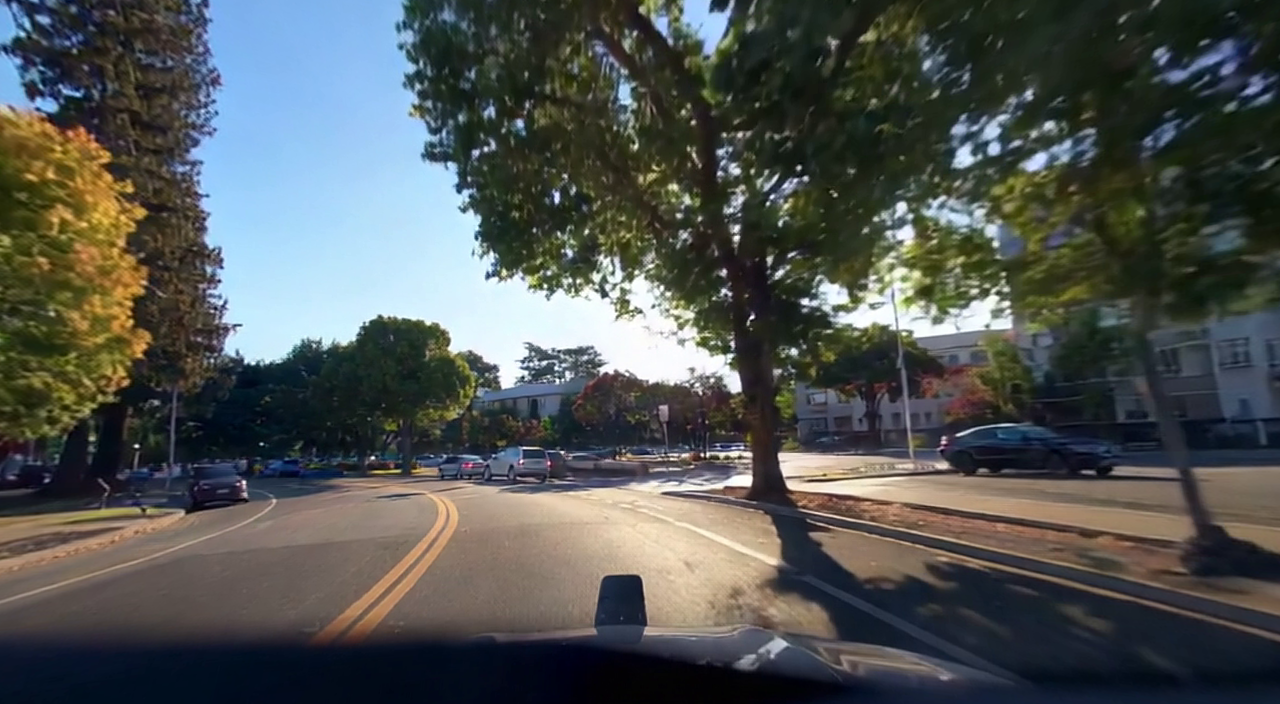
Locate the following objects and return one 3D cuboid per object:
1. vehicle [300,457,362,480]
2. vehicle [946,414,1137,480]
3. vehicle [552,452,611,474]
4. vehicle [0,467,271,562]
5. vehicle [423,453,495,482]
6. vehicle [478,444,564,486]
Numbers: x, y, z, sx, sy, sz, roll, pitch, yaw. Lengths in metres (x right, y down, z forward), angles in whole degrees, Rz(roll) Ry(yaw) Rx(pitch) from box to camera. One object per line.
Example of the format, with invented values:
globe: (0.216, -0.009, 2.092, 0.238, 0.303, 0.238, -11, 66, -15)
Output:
vehicle: (-22.259, 8.362, 45.426, 4.713, 1.508, 1.884, -6, -10, 35)
vehicle: (11.112, 2.693, 17.889, 4.248, 1.657, 1.940, -4, -10, 27)
vehicle: (-4.096, 7.870, 44.918, 2.218, 1.373, 4.156, -5, -10, 29)
vehicle: (-10.503, 3.195, 13.211, 2.876, 1.170, 6.732, -2, -8, -13)
vehicle: (-10.258, 6.463, 35.672, 2.066, 1.509, 4.579, 7, -11, -41)
vehicle: (-5.685, 5.230, 29.669, 2.289, 1.785, 4.944, 5, -10, -32)
